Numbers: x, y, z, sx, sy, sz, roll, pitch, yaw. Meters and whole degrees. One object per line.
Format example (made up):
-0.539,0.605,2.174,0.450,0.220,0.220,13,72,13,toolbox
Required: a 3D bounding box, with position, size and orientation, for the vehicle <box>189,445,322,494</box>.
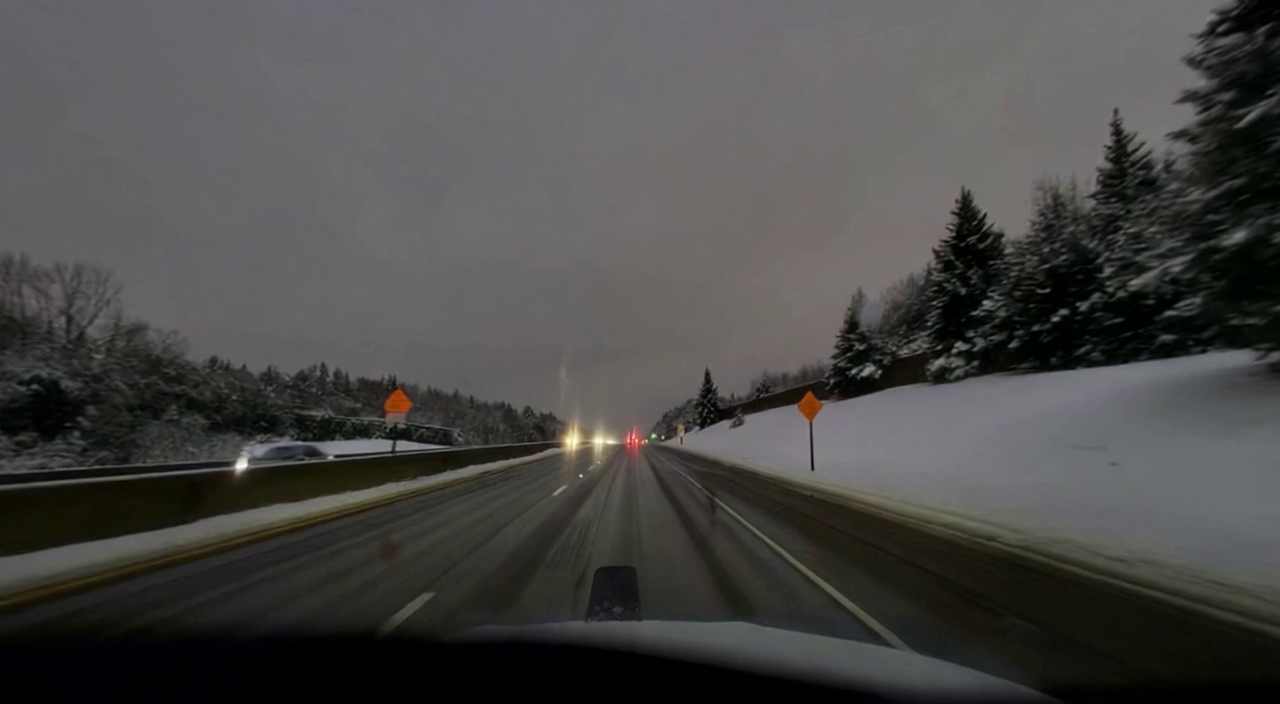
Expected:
-13.570,4.141,22.600,1.914,1.500,4.621,0,-8,0,vehicle
